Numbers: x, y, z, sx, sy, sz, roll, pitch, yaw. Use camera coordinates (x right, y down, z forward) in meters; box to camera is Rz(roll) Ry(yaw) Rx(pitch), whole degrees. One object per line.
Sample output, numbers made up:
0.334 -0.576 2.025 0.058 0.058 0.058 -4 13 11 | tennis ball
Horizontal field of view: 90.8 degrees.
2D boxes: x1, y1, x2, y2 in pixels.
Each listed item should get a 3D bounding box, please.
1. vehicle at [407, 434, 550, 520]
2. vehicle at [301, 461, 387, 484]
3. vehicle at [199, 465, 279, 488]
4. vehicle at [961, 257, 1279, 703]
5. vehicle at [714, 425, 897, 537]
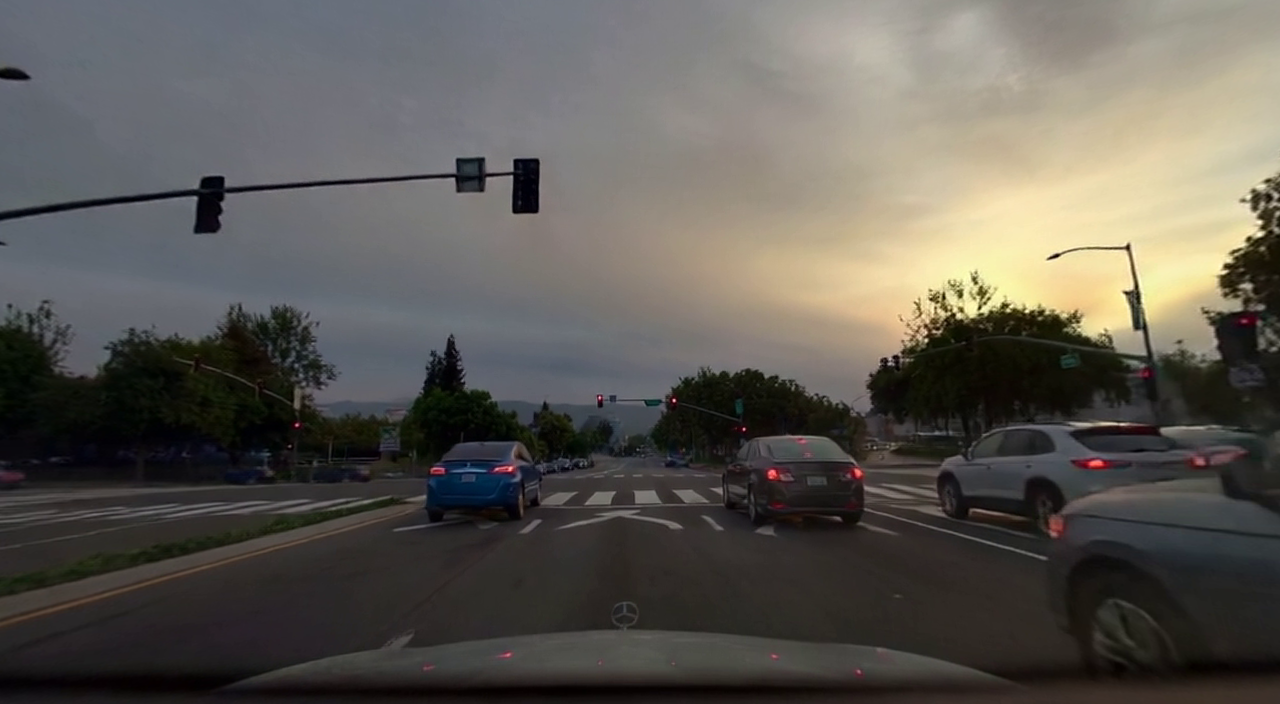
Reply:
-3.170 2.532 13.265 1.969 1.513 3.773 0 -8 1 | vehicle
-20.043 8.171 42.918 4.825 1.483 1.817 0 -9 -3 | vehicle
-28.855 8.961 45.549 4.461 1.469 1.788 0 -8 -2 | vehicle
2.893 0.492 0.891 2.247 1.738 4.818 0 -8 -1 | vehicle
2.775 2.281 11.849 2.099 1.671 4.491 0 -8 -2 | vehicle
